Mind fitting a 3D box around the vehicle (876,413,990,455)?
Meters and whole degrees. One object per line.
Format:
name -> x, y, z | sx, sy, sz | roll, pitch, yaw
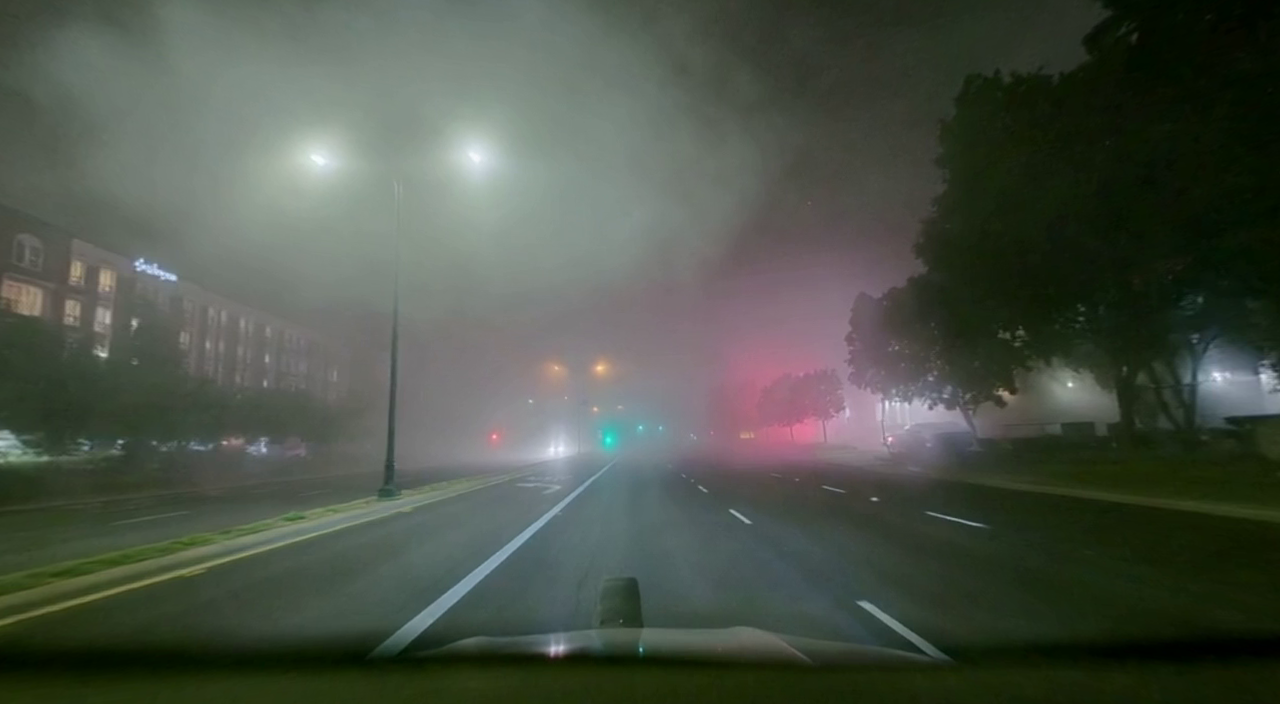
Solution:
vehicle -> 19.716, 5.541, 42.747 | 6.543, 2.736, 2.324 | 0, -9, -1
